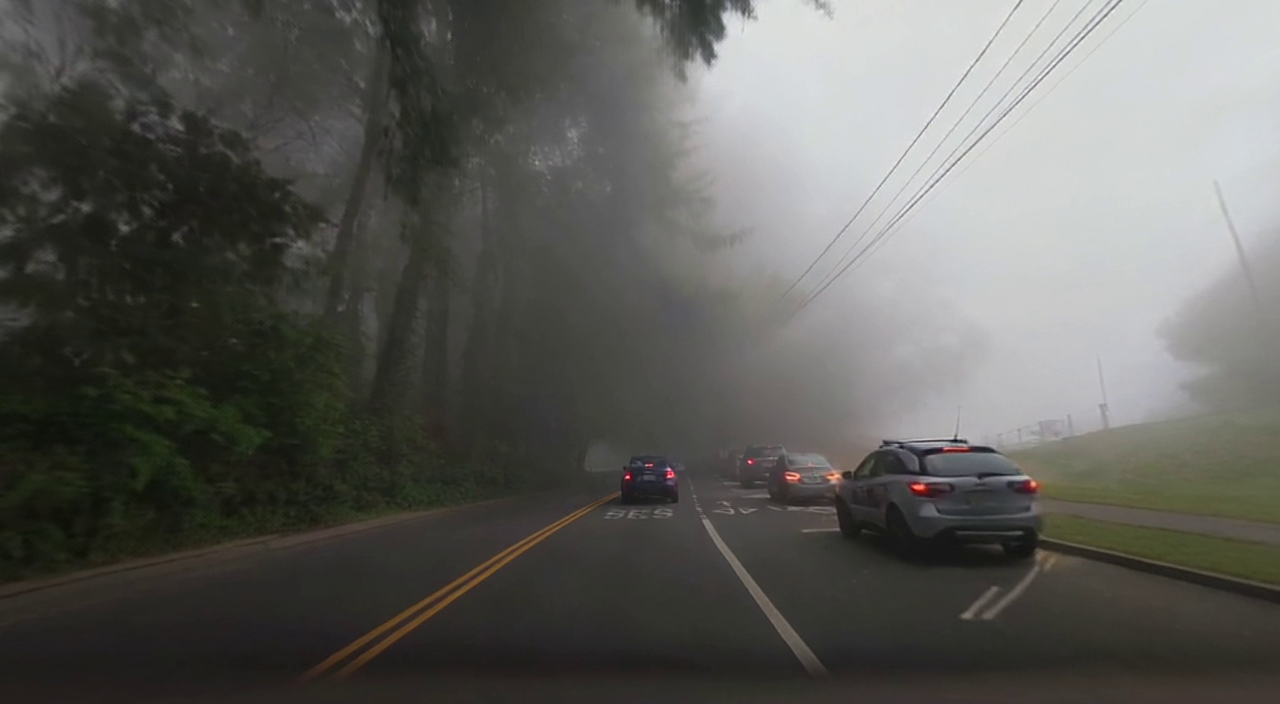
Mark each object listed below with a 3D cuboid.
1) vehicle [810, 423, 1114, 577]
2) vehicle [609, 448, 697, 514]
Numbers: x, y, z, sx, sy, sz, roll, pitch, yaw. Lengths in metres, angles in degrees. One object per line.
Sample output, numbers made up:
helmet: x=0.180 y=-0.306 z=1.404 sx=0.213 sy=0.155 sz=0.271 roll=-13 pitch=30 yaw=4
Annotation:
vehicle: x=4.086 y=1.930 z=9.129 sx=1.957 sy=1.629 sz=4.609 roll=0 pitch=-8 yaw=0
vehicle: x=0.384 y=3.367 z=17.031 sx=2.078 sy=1.521 sz=4.058 roll=0 pitch=-8 yaw=2
